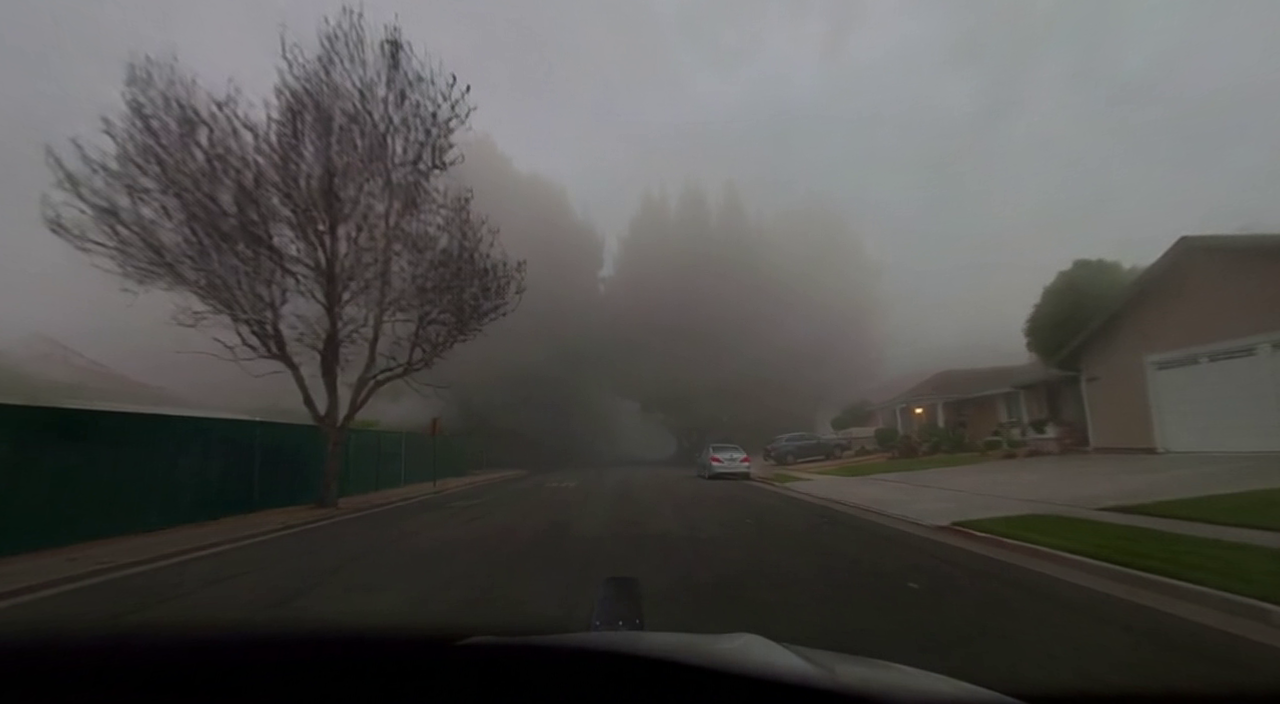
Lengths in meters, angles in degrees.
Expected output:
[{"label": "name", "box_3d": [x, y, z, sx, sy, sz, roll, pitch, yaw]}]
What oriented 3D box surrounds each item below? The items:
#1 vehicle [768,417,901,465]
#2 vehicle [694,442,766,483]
[{"label": "vehicle", "box_3d": [9.787, 4.572, 32.261, 5.935, 1.911, 2.236, -4, -10, 0]}, {"label": "vehicle", "box_3d": [3.601, 4.508, 26.212, 2.051, 1.524, 5.047, 0, -8, -2]}]
